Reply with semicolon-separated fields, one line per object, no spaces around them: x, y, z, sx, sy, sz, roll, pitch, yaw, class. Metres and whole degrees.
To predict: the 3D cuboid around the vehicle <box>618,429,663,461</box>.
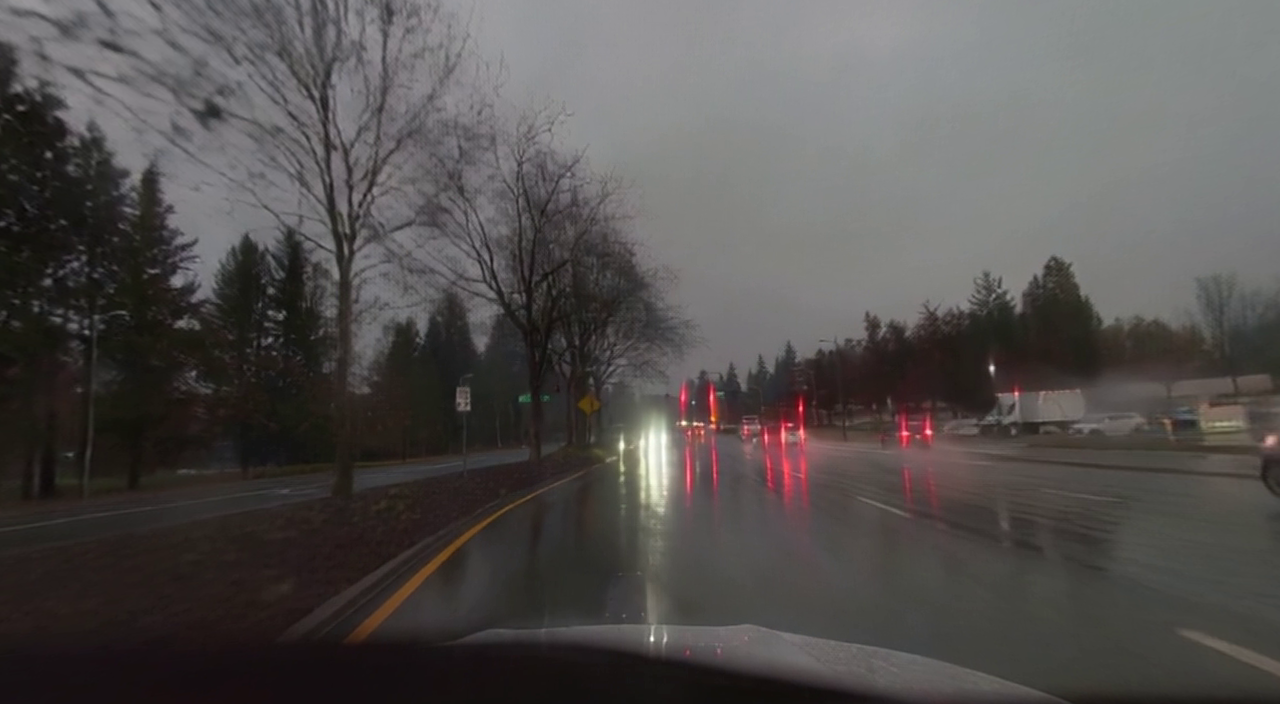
0.100;4.691;31.769;2.032;1.461;4.173;-1;-9;3;vehicle

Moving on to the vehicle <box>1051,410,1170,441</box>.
24.182;3.861;32.614;1.784;1.472;4.532;3;-9;-23;vehicle

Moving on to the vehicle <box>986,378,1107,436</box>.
27.735;3.829;42.981;7.827;3.570;3.121;5;-7;-25;vehicle

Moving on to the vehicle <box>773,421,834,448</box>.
10.605;5.444;41.221;1.991;1.695;4.357;2;-9;-14;vehicle
